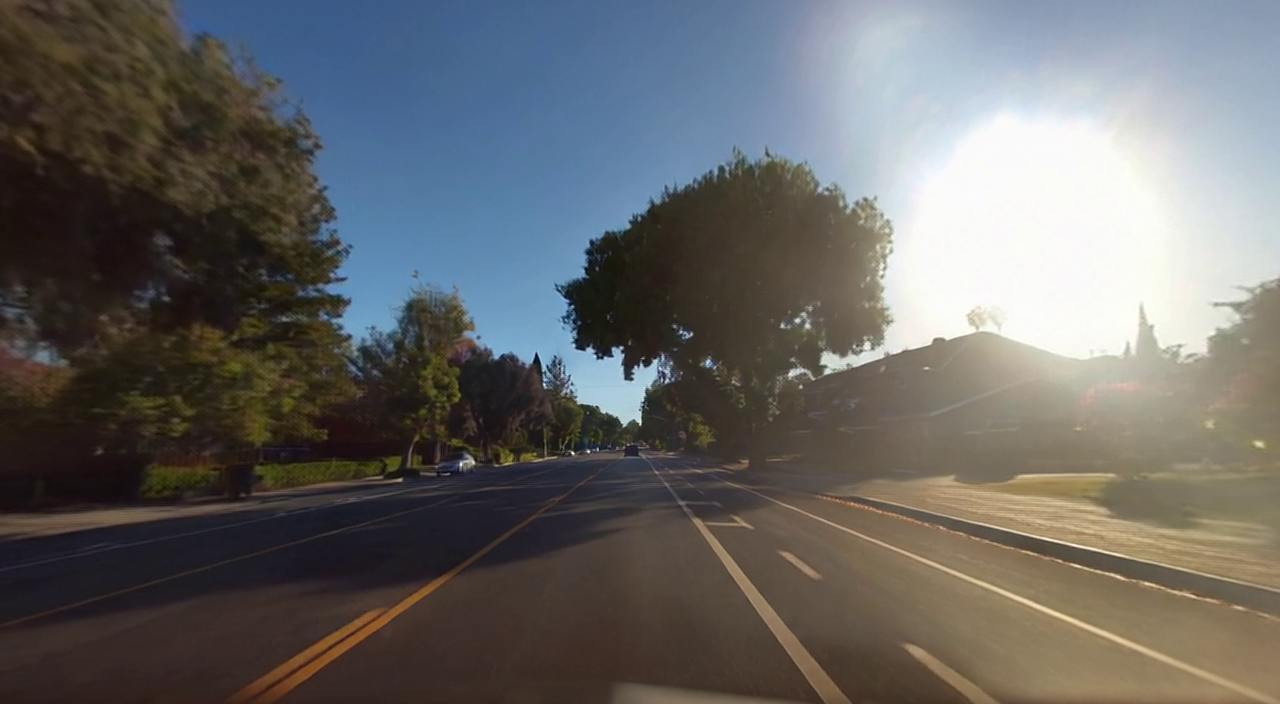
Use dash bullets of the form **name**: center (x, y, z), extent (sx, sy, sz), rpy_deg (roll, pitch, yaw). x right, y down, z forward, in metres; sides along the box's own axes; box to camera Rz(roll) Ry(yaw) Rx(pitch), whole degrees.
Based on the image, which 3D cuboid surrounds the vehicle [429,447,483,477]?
- **vehicle**: center (-11.833, 7.069, 40.842), extent (2.047, 1.710, 4.473), rpy_deg (-3, -9, 2)
